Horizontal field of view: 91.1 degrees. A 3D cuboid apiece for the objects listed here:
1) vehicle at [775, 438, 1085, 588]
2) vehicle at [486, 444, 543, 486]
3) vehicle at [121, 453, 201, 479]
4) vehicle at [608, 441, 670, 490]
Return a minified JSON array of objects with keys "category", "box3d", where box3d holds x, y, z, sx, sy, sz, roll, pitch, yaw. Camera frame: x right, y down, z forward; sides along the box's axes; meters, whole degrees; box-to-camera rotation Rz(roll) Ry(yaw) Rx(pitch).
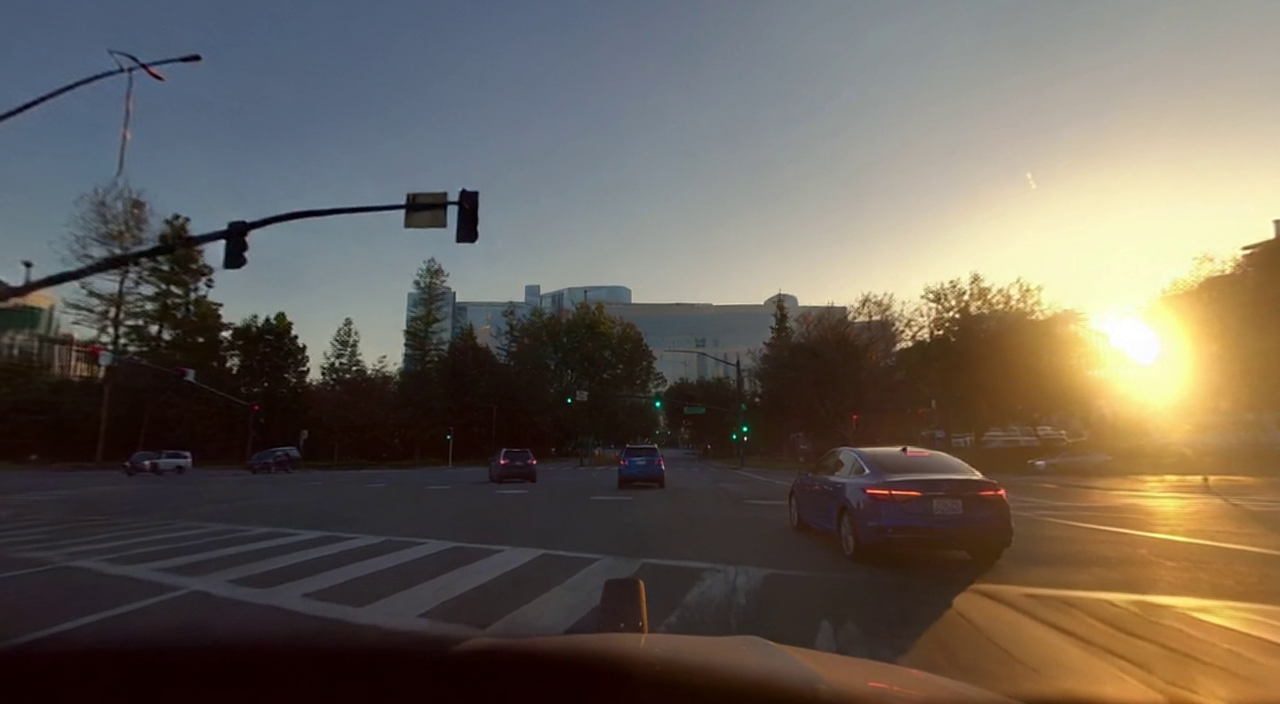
[{"category":"vehicle","box3d":[3.377,1.941,8.562,2.056,1.468,4.520,0,-8,0]},{"category":"vehicle","box3d":[-5.477,4.803,26.994,1.987,1.633,4.005,2,-9,-17]},{"category":"vehicle","box3d":[-31.458,7.446,41.220,4.422,1.605,1.955,-3,-9,20]},{"category":"vehicle","box3d":[-0.033,4.190,23.552,2.108,1.654,4.235,0,-8,0]}]
